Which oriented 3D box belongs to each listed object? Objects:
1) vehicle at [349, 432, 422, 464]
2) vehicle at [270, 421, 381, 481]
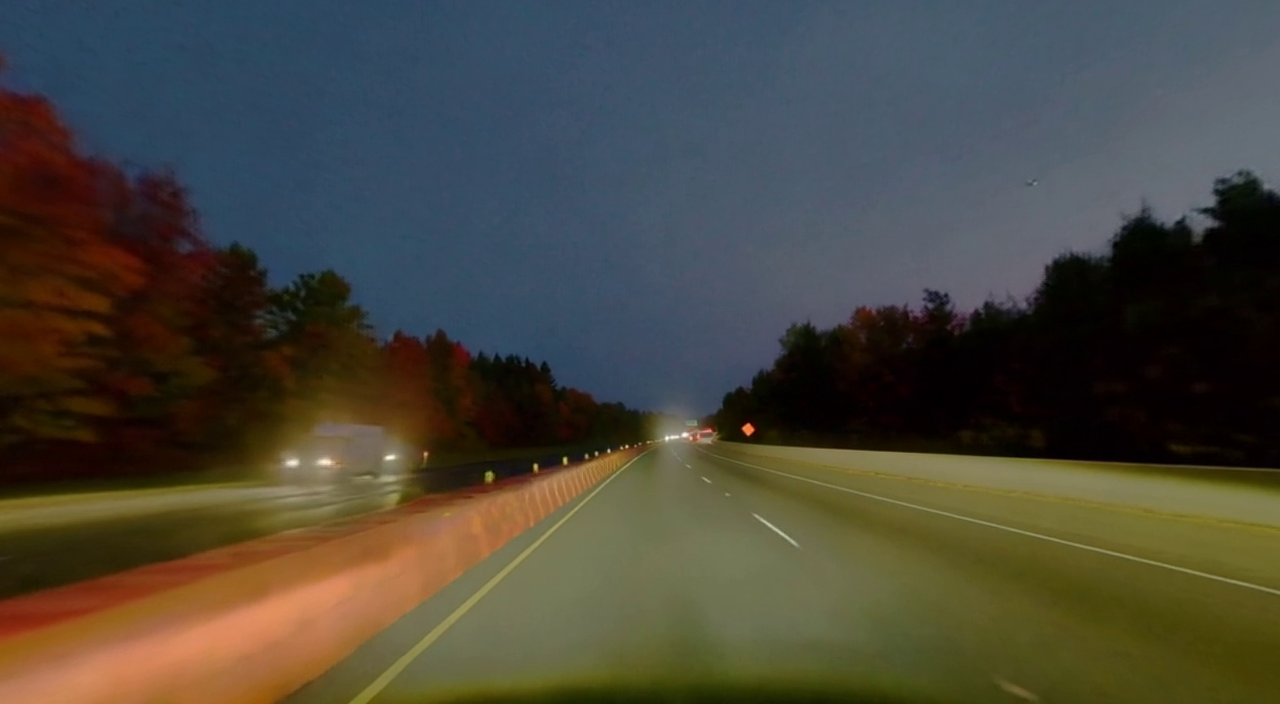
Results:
[{"bbox_3d":[-14.507,5.514,36.190,1.984,1.726,4.775,0,-8,3],"label":"vehicle"},{"bbox_3d":[-14.593,4.641,29.640,2.268,2.551,5.343,0,-8,2],"label":"vehicle"}]
